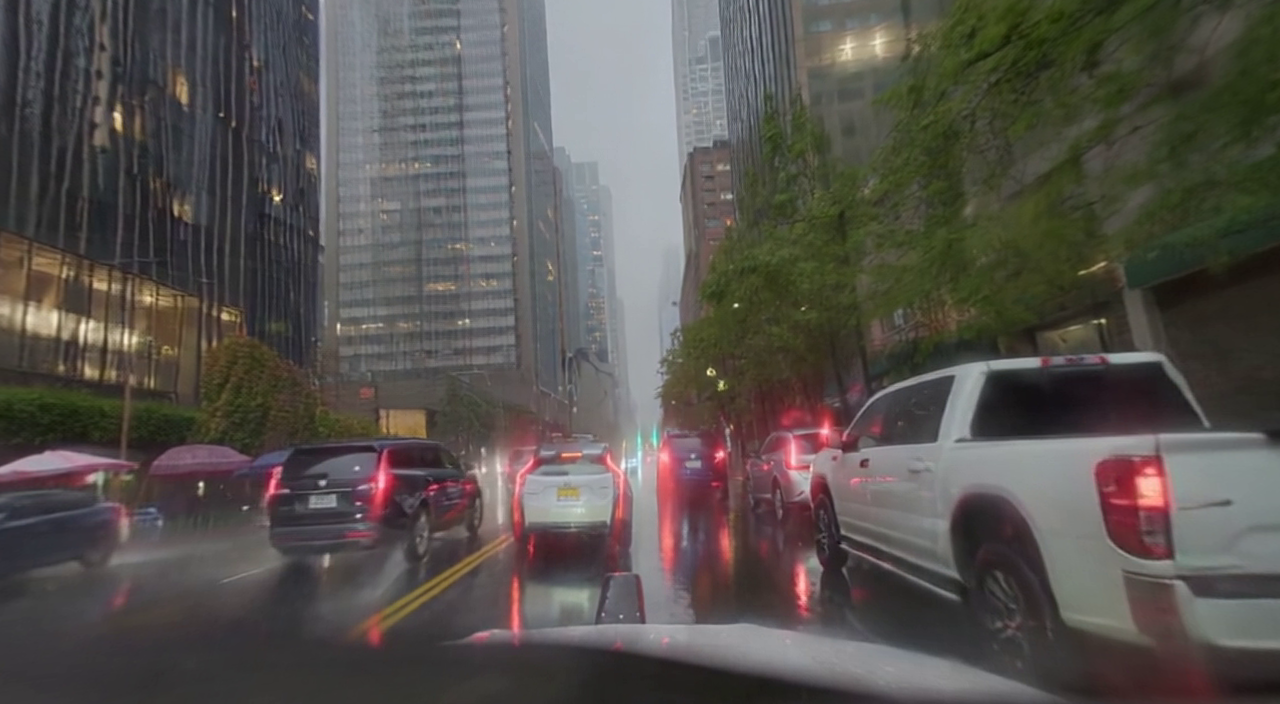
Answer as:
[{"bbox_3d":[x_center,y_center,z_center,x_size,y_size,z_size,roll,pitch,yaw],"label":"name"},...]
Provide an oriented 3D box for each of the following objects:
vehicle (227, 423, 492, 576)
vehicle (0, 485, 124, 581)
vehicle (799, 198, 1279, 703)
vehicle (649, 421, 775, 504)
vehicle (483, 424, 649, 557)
[{"bbox_3d":[-3.937,2.131,10.007,2.000,1.818,4.668,0,-9,1],"label":"vehicle"},{"bbox_3d":[-12.400,3.358,11.592,2.071,1.505,4.479,0,-9,0],"label":"vehicle"},{"bbox_3d":[2.988,0.908,4.535,2.225,2.070,5.264,0,-9,-1],"label":"vehicle"},{"bbox_3d":[2.189,3.034,17.720,2.352,1.953,4.798,-3,-9,21],"label":"vehicle"},{"bbox_3d":[-0.914,2.065,10.066,2.076,1.667,3.948,0,-8,1],"label":"vehicle"}]
